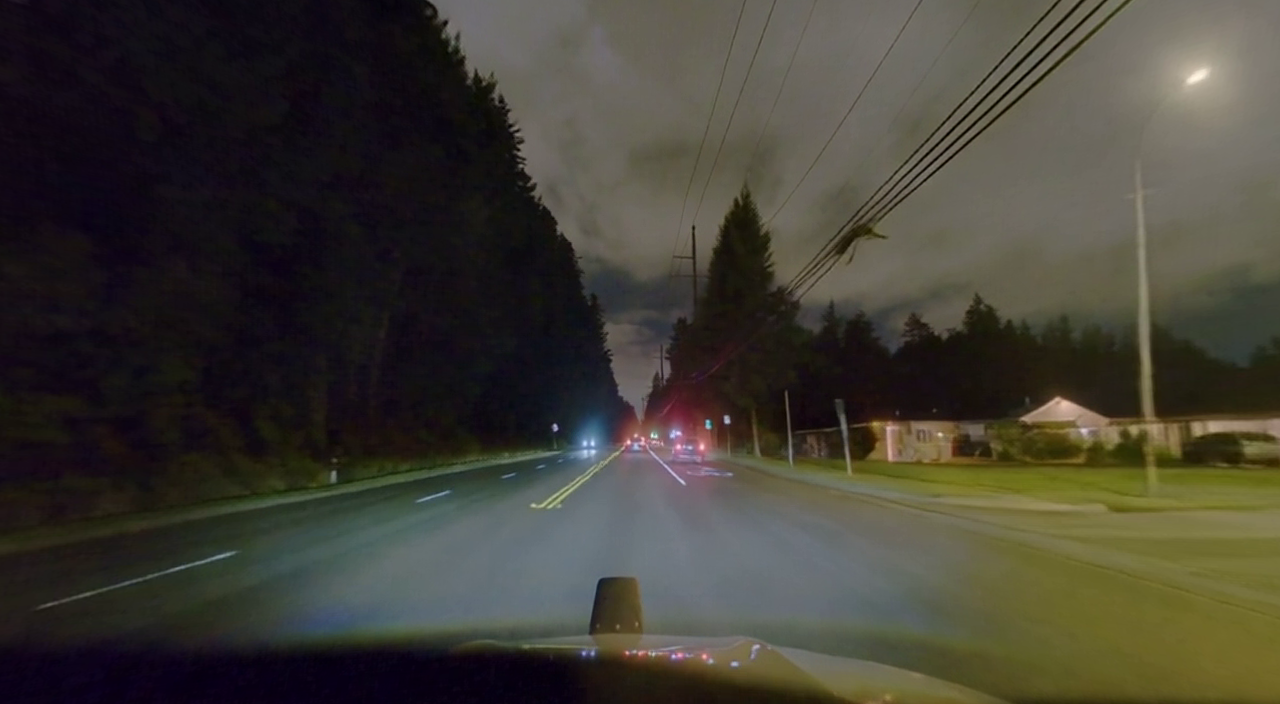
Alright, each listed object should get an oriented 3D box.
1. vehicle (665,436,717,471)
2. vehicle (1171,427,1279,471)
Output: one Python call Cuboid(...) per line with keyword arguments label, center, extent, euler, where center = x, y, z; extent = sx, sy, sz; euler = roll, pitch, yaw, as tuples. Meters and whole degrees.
Cuboid(label="vehicle", center=(2.228, 4.548, 28.362), extent=(1.975, 1.497, 3.647), euler=(0, -8, -1))
Cuboid(label="vehicle", center=(22.282, 3.595, 23.405), extent=(1.851, 1.458, 3.709), euler=(0, -8, 1))
